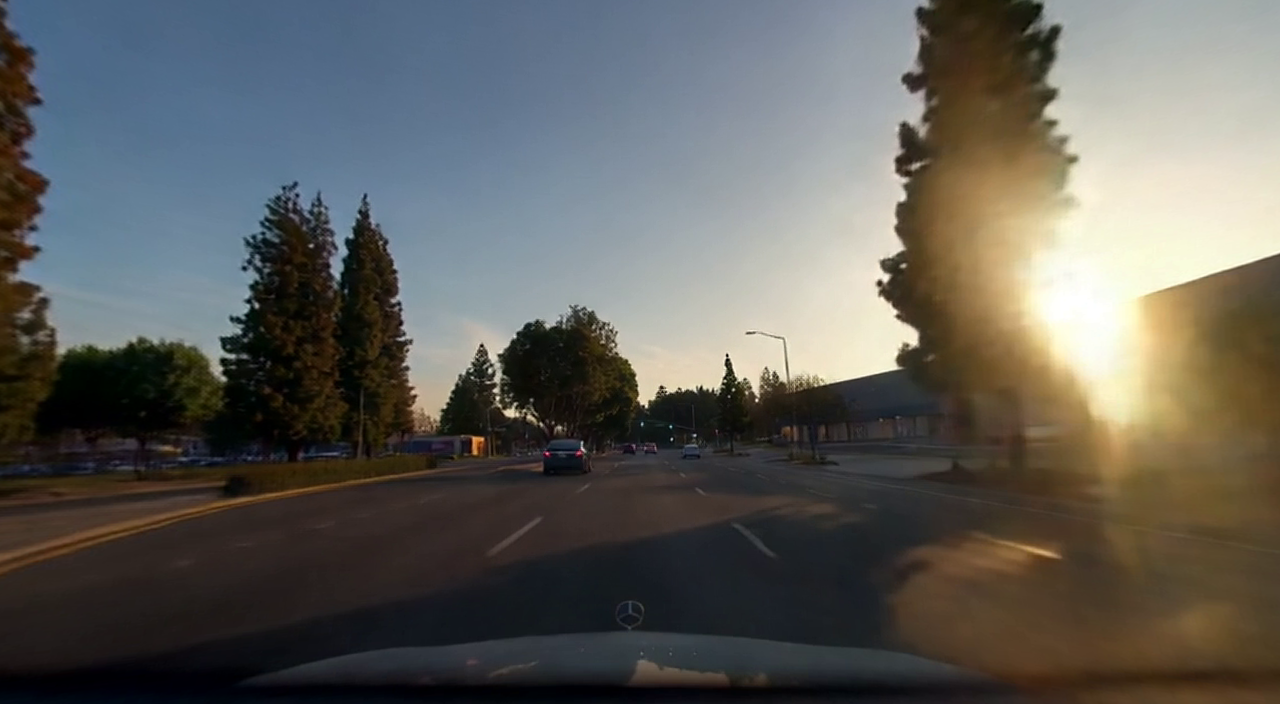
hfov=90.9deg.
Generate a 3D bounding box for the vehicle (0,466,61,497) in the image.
[{"bbox_3d":[-40.949,8.410,40.869,1.833,1.760,5.122,0,-8,2],"label":"vehicle"}]

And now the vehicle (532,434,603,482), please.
[{"bbox_3d":[-2.652,4.025,24.190,2.121,1.656,4.559,0,-8,1],"label":"vehicle"}]
